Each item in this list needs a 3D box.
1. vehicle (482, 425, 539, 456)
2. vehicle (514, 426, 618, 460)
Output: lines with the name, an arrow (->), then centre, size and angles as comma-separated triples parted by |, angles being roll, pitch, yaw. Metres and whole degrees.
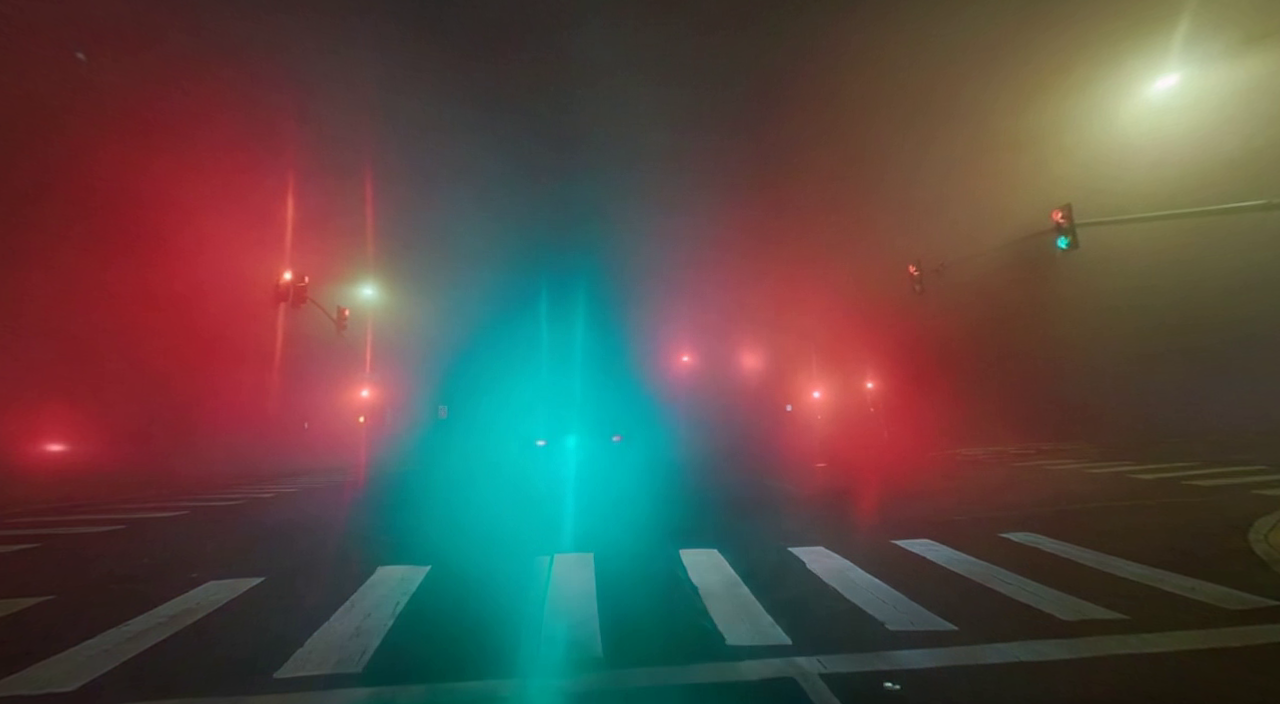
vehicle -> -8.285, 5.734, 40.870 | 2.000, 1.864, 5.044 | -1, -9, 7
vehicle -> -3.345, 4.110, 28.506 | 4.510, 1.431, 1.884 | 1, -9, -8
